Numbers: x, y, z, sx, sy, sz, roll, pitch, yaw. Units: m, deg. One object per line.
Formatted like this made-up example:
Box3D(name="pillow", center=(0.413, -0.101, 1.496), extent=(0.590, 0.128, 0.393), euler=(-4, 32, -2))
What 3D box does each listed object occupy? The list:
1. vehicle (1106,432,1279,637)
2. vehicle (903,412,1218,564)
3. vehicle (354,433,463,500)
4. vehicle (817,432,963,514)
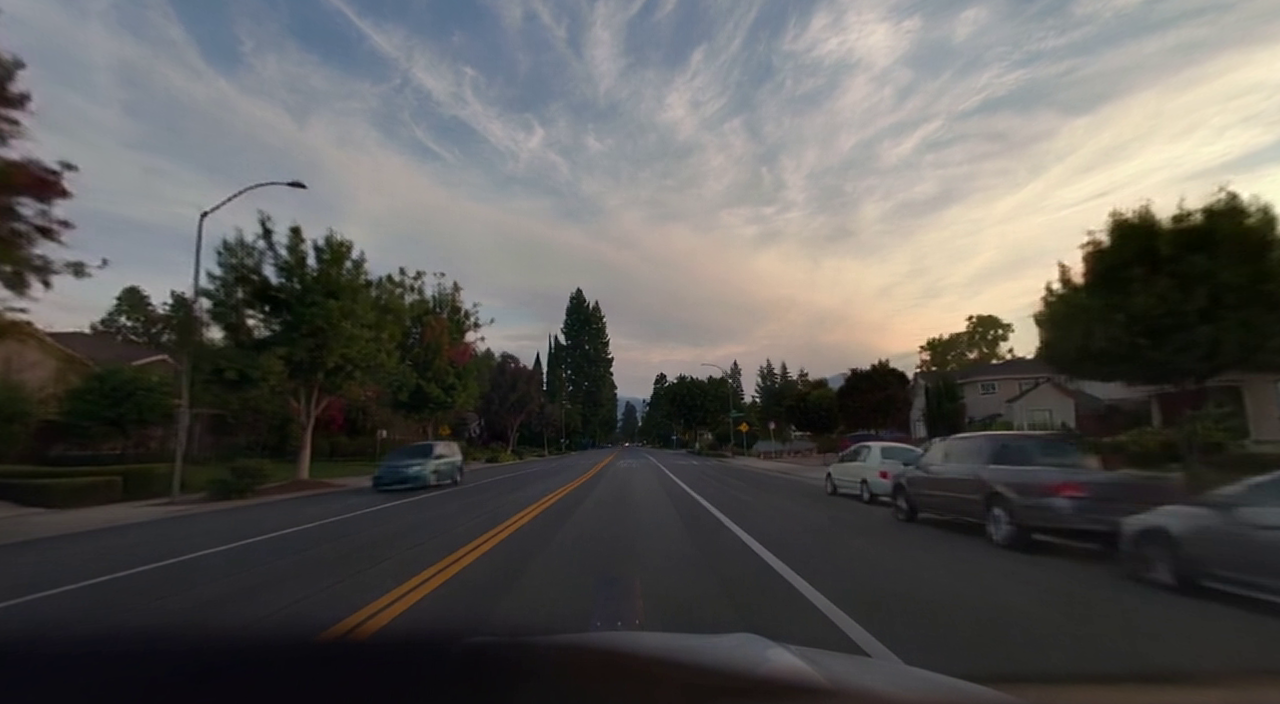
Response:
Box3D(name="vehicle", center=(6.434, 1.457, 4.873), extent=(2.226, 1.682, 4.461), euler=(0, -8, 0))
Box3D(name="vehicle", center=(6.551, 2.139, 10.733), extent=(2.120, 1.986, 4.543), euler=(0, -8, -1))
Box3D(name="vehicle", center=(-7.078, 3.515, 19.774), extent=(1.907, 1.860, 3.840), euler=(0, -8, 0))
Box3D(name="vehicle", center=(6.452, 3.144, 16.928), extent=(2.108, 1.897, 4.180), euler=(0, -8, -1))
